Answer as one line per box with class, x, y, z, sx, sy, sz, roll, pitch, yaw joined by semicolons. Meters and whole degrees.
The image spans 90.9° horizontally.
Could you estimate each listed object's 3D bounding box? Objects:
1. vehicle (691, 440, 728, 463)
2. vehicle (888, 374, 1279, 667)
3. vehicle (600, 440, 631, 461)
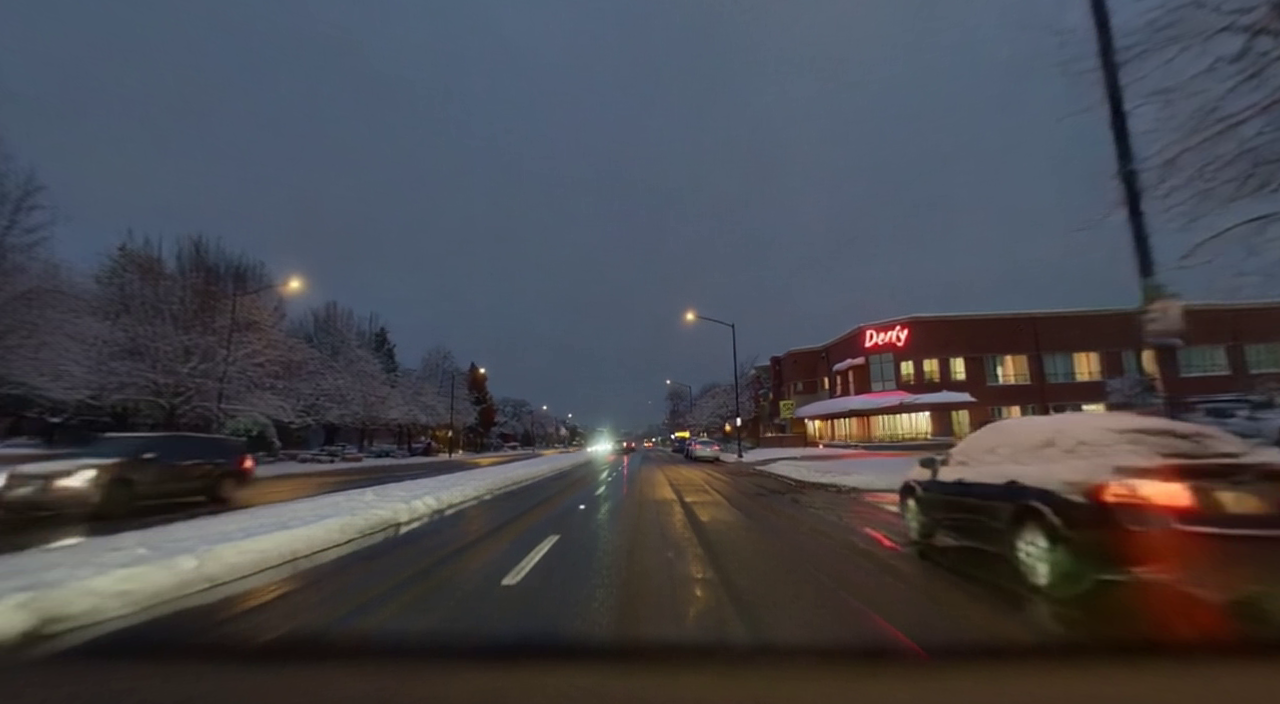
vehicle;4.828;7.000;44.567;2.085;1.509;5.134;0;-8;1
vehicle;4.353;1.334;6.151;2.067;1.755;4.616;0;-8;2
vehicle;-1.884;7.773;49.754;2.176;1.543;4.335;0;-8;2
